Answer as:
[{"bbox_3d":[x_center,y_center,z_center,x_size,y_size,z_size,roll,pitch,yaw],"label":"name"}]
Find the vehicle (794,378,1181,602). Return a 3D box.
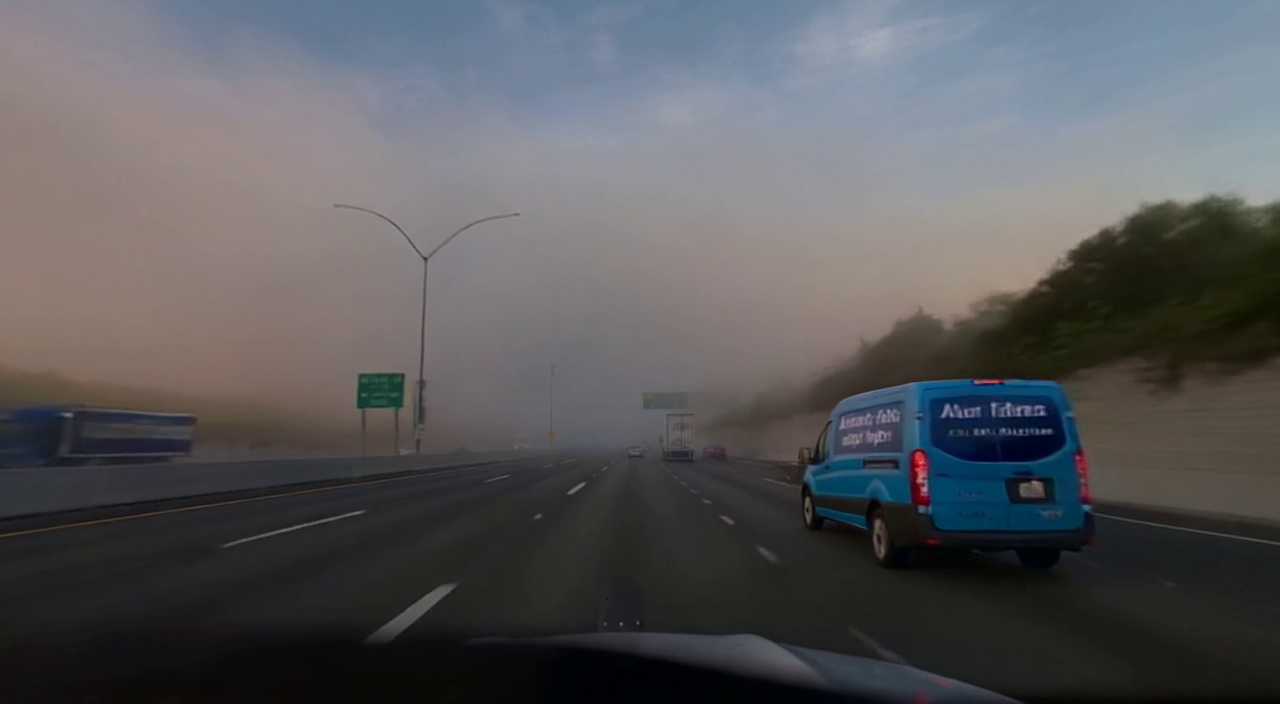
[{"bbox_3d":[3.620,1.551,7.980,2.035,1.931,4.841,0,-8,-1],"label":"vehicle"}]

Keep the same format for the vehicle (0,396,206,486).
[{"bbox_3d":[-25.522,4.192,29.605,2.963,3.468,10.441,0,-8,0],"label":"vehicle"}]
